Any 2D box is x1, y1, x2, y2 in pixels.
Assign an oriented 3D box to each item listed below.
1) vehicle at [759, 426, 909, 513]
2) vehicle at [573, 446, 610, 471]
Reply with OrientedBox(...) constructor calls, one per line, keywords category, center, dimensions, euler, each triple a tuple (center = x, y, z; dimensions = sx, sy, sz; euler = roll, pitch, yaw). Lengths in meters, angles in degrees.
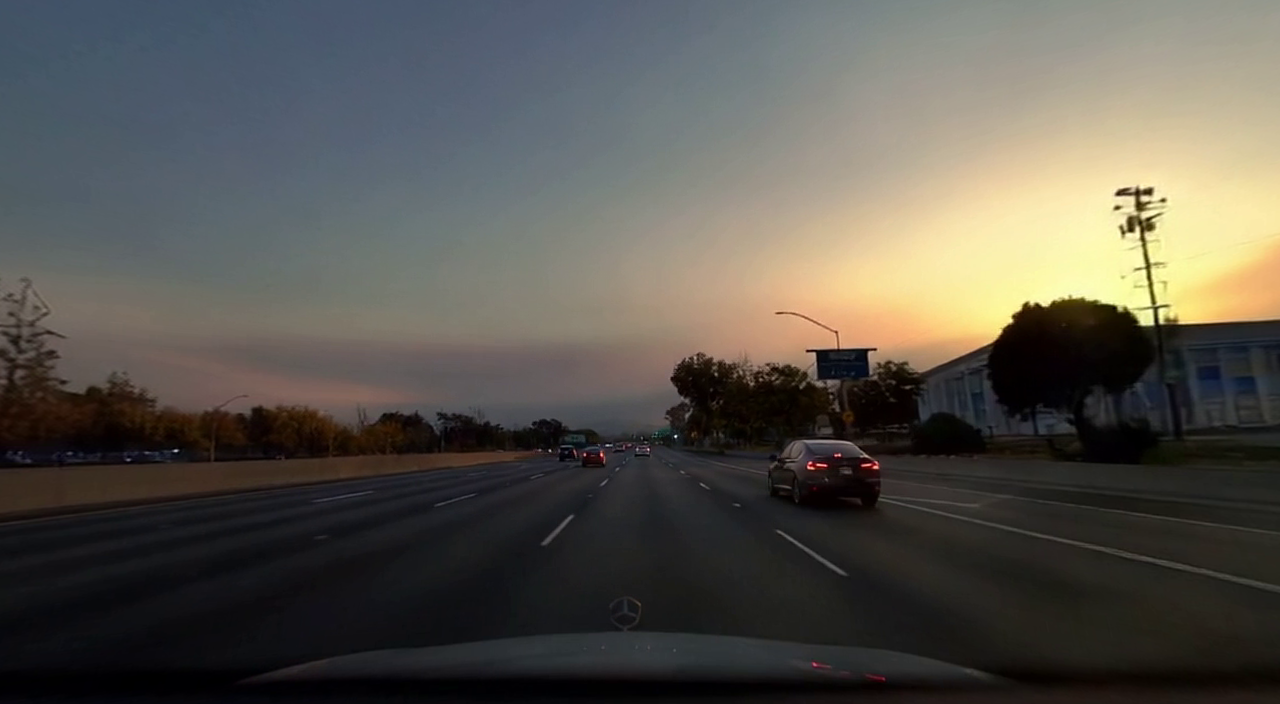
OrientedBox(category="vehicle", center=(4.429, 2.777, 15.328), dimensions=(2.109, 1.764, 4.704), euler=(0, -9, -1))
OrientedBox(category="vehicle", center=(-3.156, 7.048, 41.872), dimensions=(2.139, 1.510, 4.506), euler=(0, -9, 0))
